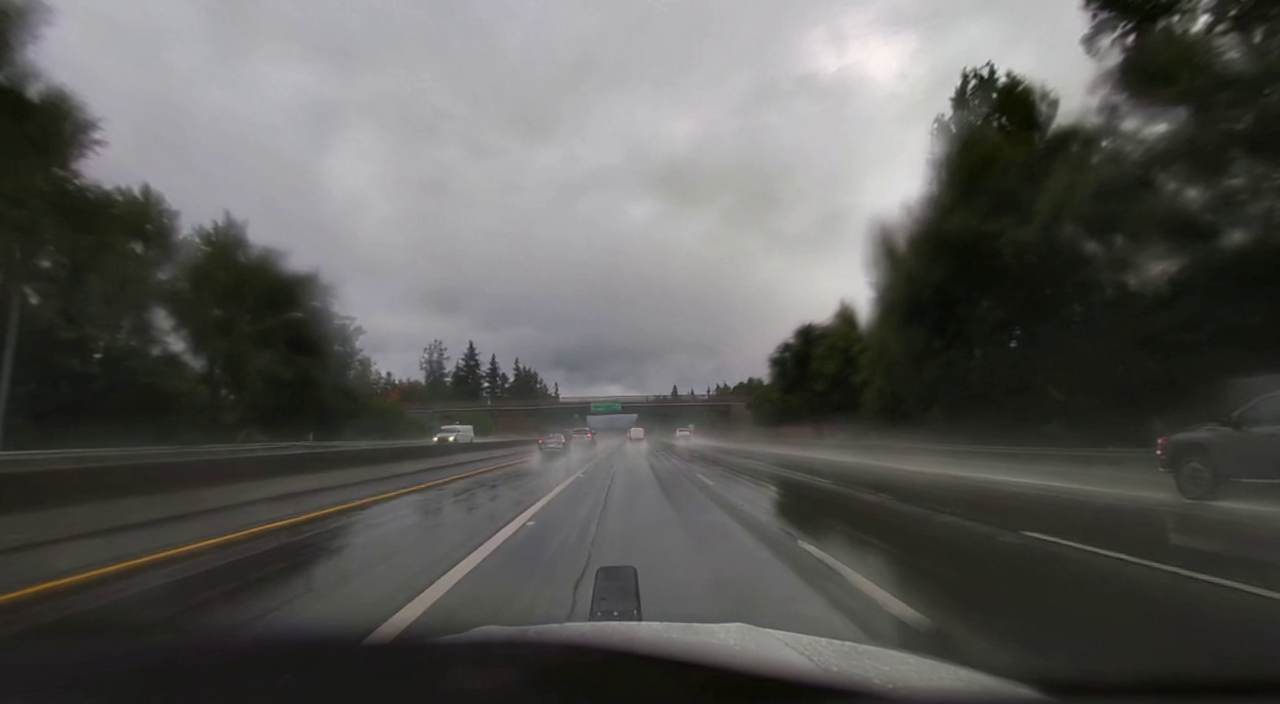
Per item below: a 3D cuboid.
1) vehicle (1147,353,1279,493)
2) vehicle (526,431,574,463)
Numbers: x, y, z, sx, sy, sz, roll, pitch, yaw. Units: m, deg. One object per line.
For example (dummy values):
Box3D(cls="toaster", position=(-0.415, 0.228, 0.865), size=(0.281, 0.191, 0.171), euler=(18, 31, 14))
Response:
Box3D(cls="vehicle", position=(12.929, 1.267, 11.265), size=(2.376, 2.533, 6.230), euler=(0, -8, -2))
Box3D(cls="vehicle", position=(-4.497, 4.809, 32.121), size=(1.933, 1.473, 4.023), euler=(0, -8, -1))
